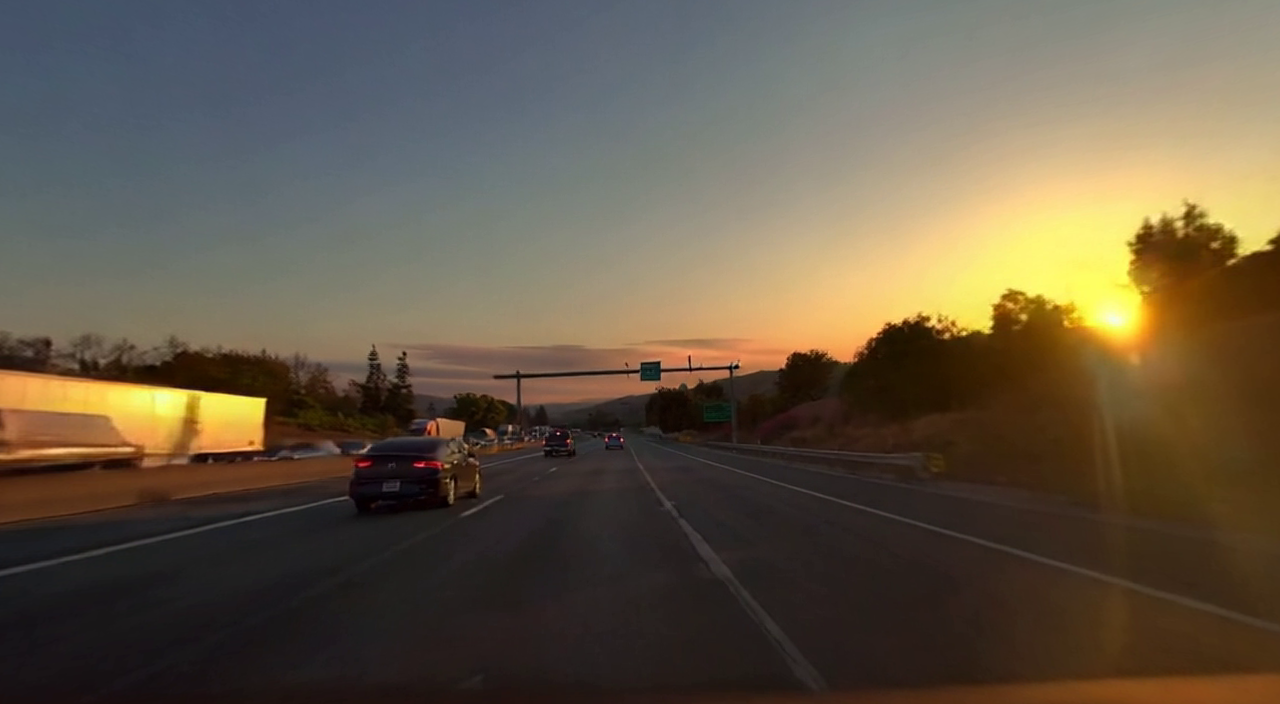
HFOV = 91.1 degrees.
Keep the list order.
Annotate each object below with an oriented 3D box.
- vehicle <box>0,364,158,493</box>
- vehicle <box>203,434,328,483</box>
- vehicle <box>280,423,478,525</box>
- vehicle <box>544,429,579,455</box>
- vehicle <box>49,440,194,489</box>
[{"bbox_3d":[-21.010,2.422,19.786,3.279,3.865,10.932,0,-8,-2],"label":"vehicle"},{"bbox_3d":[-12.417,3.513,21.162,1.947,1.471,3.746,0,-8,-1],"label":"vehicle"},{"bbox_3d":[-4.535,2.152,11.751,1.953,1.550,4.167,0,-8,-1],"label":"vehicle"},{"bbox_3d":[-5.982,6.912,48.533,2.115,1.887,4.721,0,-8,-1],"label":"vehicle"},{"bbox_3d":[-17.025,3.666,20.881,1.788,1.466,3.581,0,-8,-2],"label":"vehicle"}]
